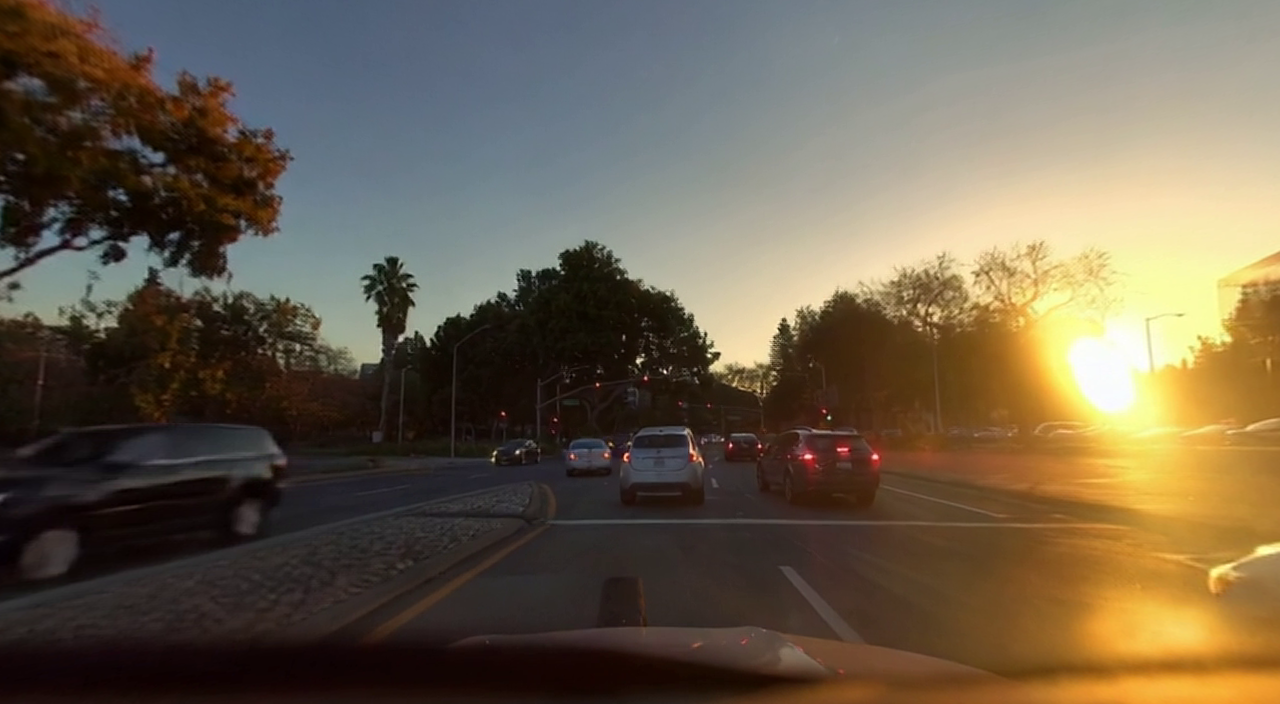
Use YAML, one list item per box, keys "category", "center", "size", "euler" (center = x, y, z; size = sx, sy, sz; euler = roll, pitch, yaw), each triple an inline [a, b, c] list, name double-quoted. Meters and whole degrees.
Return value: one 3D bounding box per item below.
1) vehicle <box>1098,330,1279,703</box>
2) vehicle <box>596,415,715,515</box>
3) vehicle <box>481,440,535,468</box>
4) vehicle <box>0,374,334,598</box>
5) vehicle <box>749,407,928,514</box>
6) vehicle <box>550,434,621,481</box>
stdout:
- category: "vehicle"
  center: [3.508, 0.592, 0.983]
  size: [2.114, 1.765, 4.647]
  euler: [0, -9, 1]
- category: "vehicle"
  center: [0.394, 2.309, 13.293]
  size: [2.113, 1.768, 3.901]
  euler: [0, -9, 3]
- category: "vehicle"
  center: [-7.455, 5.801, 36.068]
  size: [1.868, 1.496, 4.219]
  euler: [-1, -9, 5]
- category: "vehicle"
  center: [-6.830, 1.621, 8.428]
  size: [2.355, 2.005, 5.673]
  euler: [0, -9, 3]
- category: "vehicle"
  center: [3.988, 2.352, 14.075]
  size: [2.317, 1.857, 5.940]
  euler: [0, -9, 3]
- category: "vehicle"
  center: [-1.892, 3.815, 23.128]
  size: [2.023, 1.494, 4.259]
  euler: [-2, -8, 3]
